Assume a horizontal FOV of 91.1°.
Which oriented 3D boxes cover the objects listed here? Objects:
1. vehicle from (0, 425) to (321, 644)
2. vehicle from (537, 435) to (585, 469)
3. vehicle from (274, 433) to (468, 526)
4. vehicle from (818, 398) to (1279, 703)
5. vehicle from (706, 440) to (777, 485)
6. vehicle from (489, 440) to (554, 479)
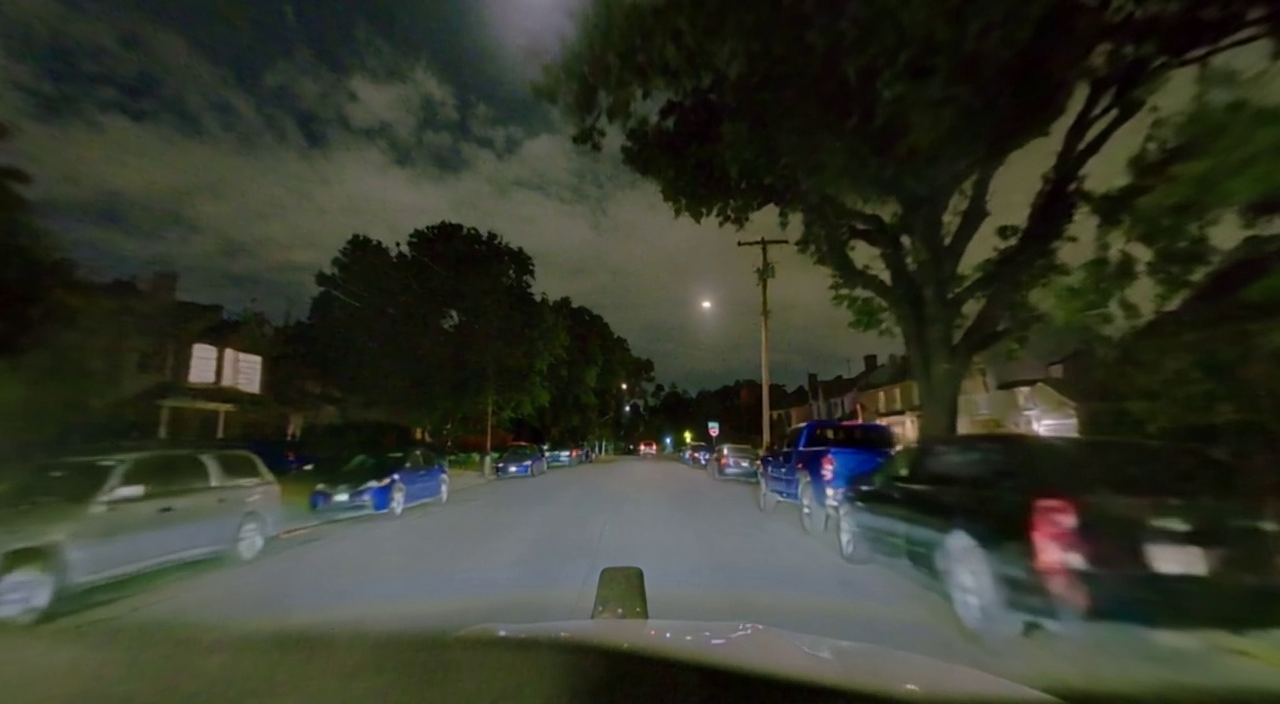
[{"bbox_3d":[-5.427,1.529,6.215,1.899,1.538,4.611,2,-8,3],"label":"vehicle"},{"bbox_3d":[-4.695,6.023,38.074,2.162,1.857,4.758,2,-8,1],"label":"vehicle"},{"bbox_3d":[-5.286,2.523,13.162,1.895,1.530,4.496,2,-8,2],"label":"vehicle"},{"bbox_3d":[3.187,1.402,5.707,1.914,1.631,4.558,0,-8,2],"label":"vehicle"},{"bbox_3d":[3.642,4.041,23.364,1.871,1.514,4.553,0,-8,0],"label":"vehicle"},{"bbox_3d":[-5.174,4.732,28.067,1.872,1.515,4.535,1,-8,2],"label":"vehicle"}]
